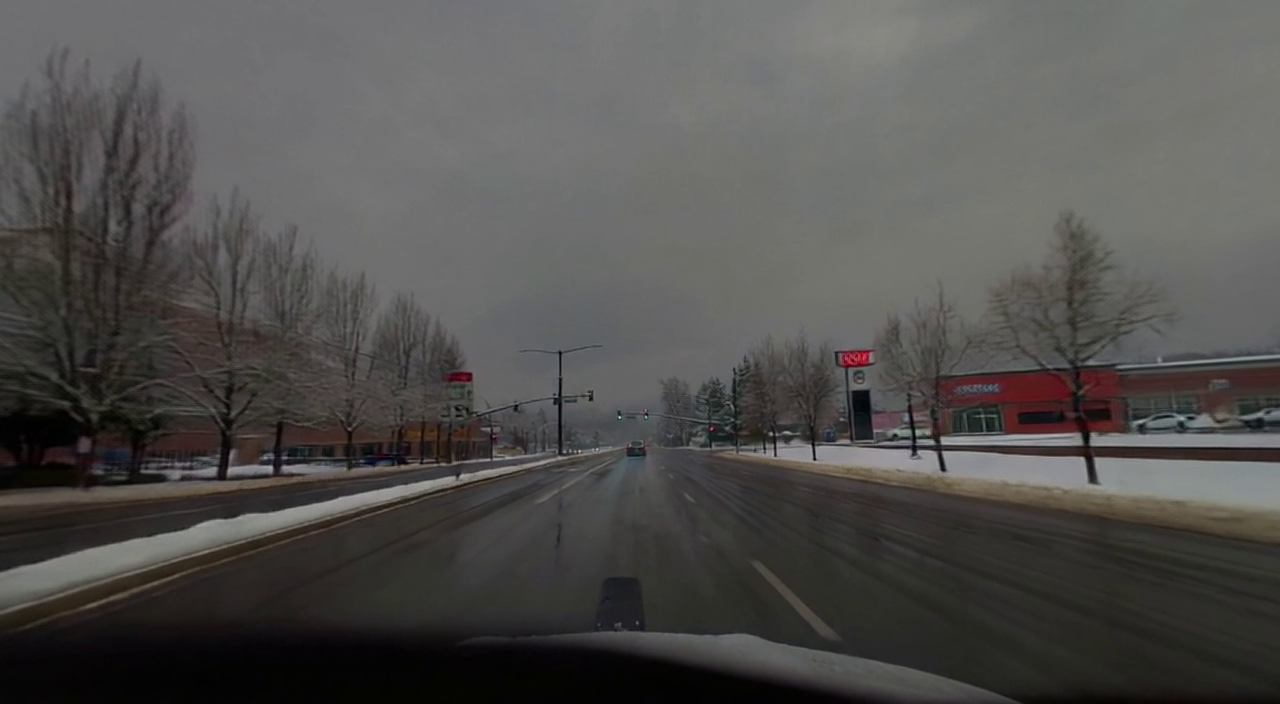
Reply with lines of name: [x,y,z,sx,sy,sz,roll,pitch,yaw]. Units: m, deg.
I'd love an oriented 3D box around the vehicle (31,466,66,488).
vehicle: [-45.776,9.642,48.874,1.745,1.483,4.443,9,-12,-43]
